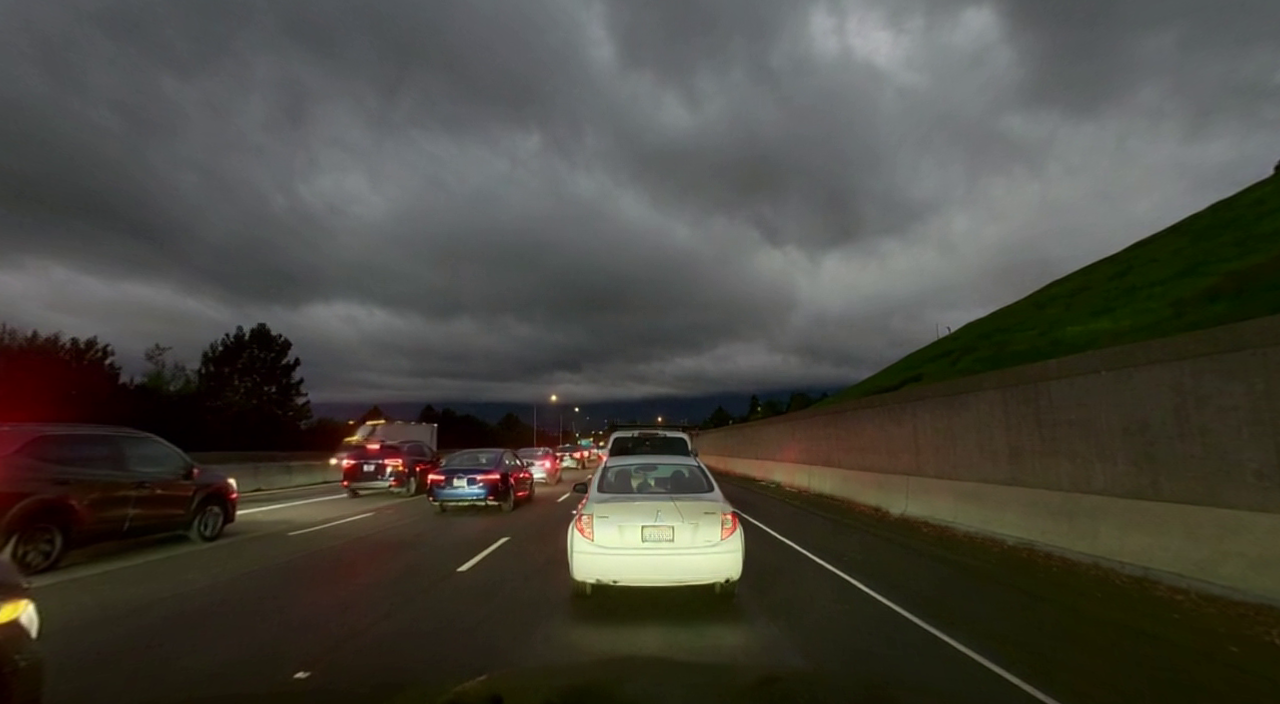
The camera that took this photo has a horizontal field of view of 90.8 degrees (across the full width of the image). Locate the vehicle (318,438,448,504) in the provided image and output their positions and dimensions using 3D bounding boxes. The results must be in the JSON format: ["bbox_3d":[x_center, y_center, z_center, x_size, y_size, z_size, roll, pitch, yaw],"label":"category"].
[{"bbox_3d":[-7.521,3.515,19.071,1.986,1.700,4.558,0,-9,0],"label":"vehicle"}]

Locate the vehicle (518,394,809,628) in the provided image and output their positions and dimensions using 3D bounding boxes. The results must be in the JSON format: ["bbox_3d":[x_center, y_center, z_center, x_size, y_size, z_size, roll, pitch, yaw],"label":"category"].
[{"bbox_3d":[0.131,1.620,7.534,2.210,1.760,5.303,0,-9,-1],"label":"vehicle"}]

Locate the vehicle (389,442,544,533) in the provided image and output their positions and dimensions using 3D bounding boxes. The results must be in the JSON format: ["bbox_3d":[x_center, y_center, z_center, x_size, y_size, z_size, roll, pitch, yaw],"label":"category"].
[{"bbox_3d":[-3.228,2.598,12.680,1.917,1.506,3.949,0,-9,1],"label":"vehicle"}]

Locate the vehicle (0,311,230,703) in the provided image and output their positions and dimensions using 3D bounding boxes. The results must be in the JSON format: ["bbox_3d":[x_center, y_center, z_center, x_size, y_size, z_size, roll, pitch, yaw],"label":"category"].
[{"bbox_3d":[-3.505,0.622,1.256,2.085,1.893,4.880,0,-9,0],"label":"vehicle"}]
